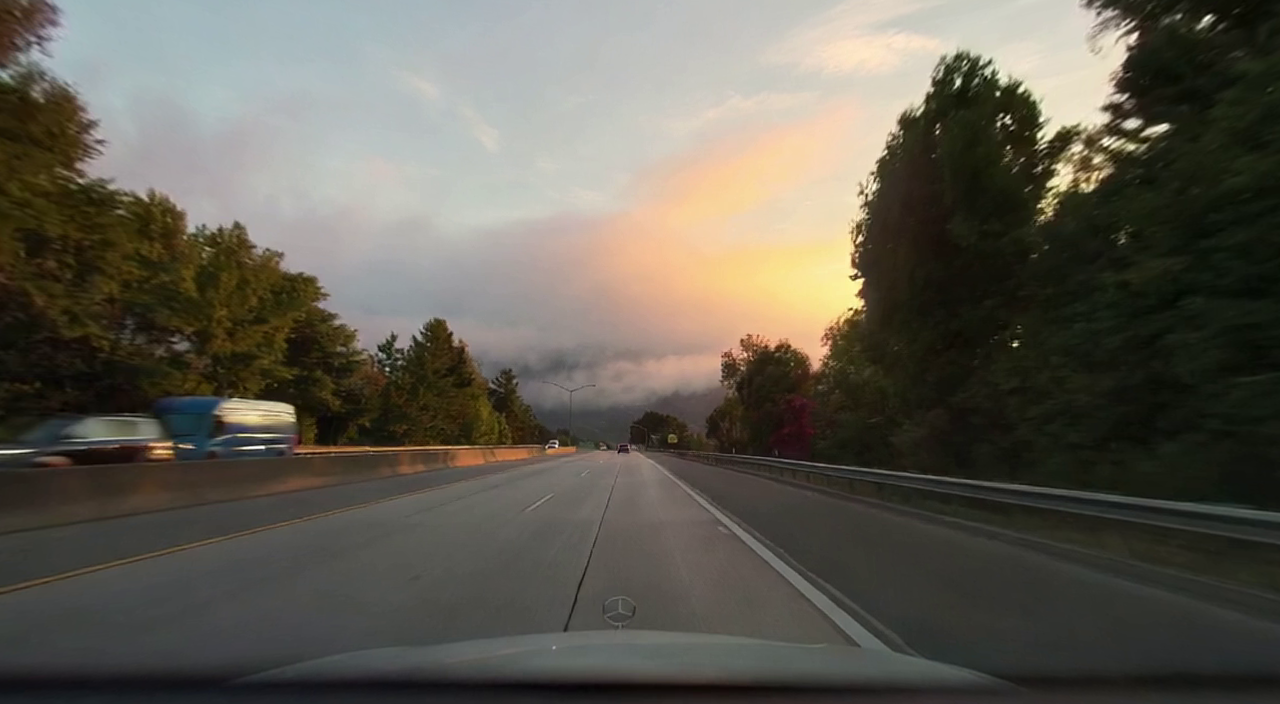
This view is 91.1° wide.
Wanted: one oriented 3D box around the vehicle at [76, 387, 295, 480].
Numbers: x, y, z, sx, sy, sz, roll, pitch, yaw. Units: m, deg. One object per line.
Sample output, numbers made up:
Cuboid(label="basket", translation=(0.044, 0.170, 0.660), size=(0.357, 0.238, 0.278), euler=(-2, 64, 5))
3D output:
Cuboid(label="vehicle", translation=(-15.142, 2.838, 21.765), size=(2.590, 2.700, 6.682), euler=(0, -8, 0))

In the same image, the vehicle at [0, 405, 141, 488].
Cuboid(label="vehicle", translation=(-15.005, 2.221, 14.810), size=(2.090, 1.794, 5.319), euler=(0, -8, -1))
